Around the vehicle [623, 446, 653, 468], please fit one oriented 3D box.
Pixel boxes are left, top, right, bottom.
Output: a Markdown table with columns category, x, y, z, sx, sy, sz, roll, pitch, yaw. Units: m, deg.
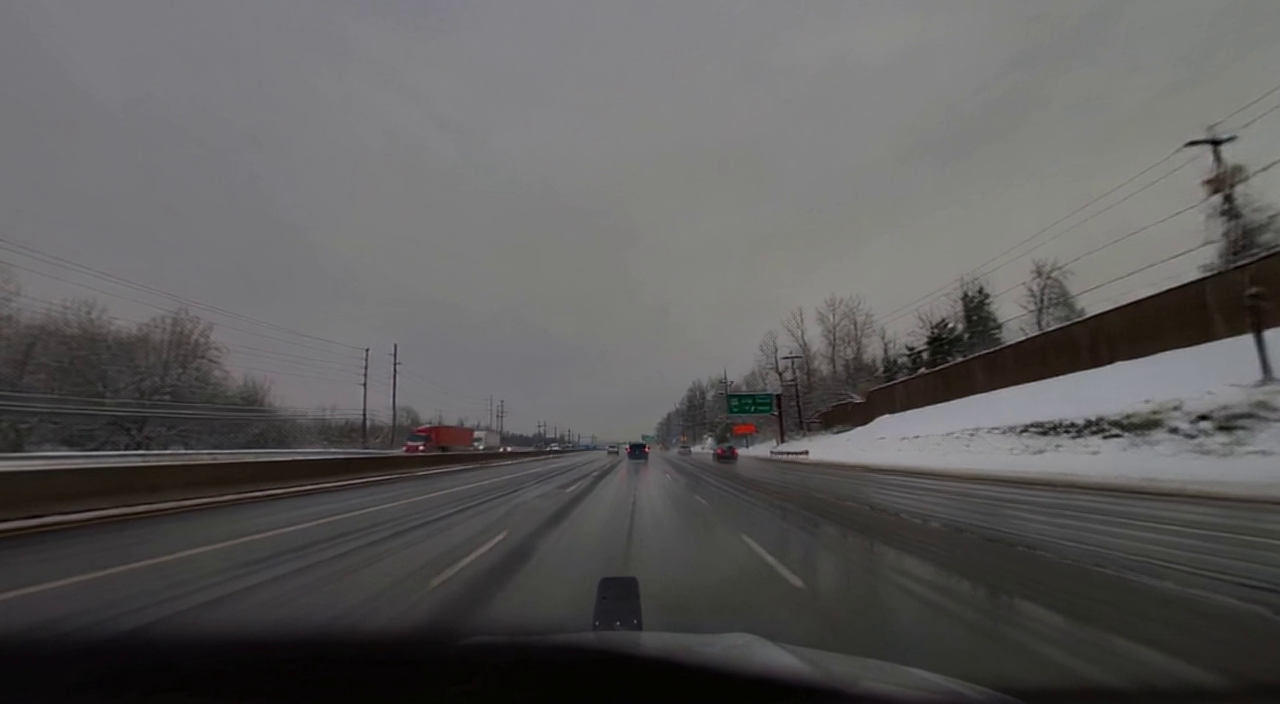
| category | x | y | z | sx | sy | sz | roll | pitch | yaw |
| --- | --- | --- | --- | --- | --- | --- | --- | --- | --- |
| vehicle | -0.181 | 7.540 | 45.536 | 2.109 | 1.489 | 4.027 | 0 | -8 | -1 |

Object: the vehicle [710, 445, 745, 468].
| category | x | y | z | sx | sy | sz | roll | pitch | yaw |
| --- | --- | --- | --- | --- | --- | --- | --- | --- | --- |
| vehicle | 6.800 | 8.154 | 49.714 | 2.005 | 1.687 | 4.259 | 0 | -8 | -1 |
